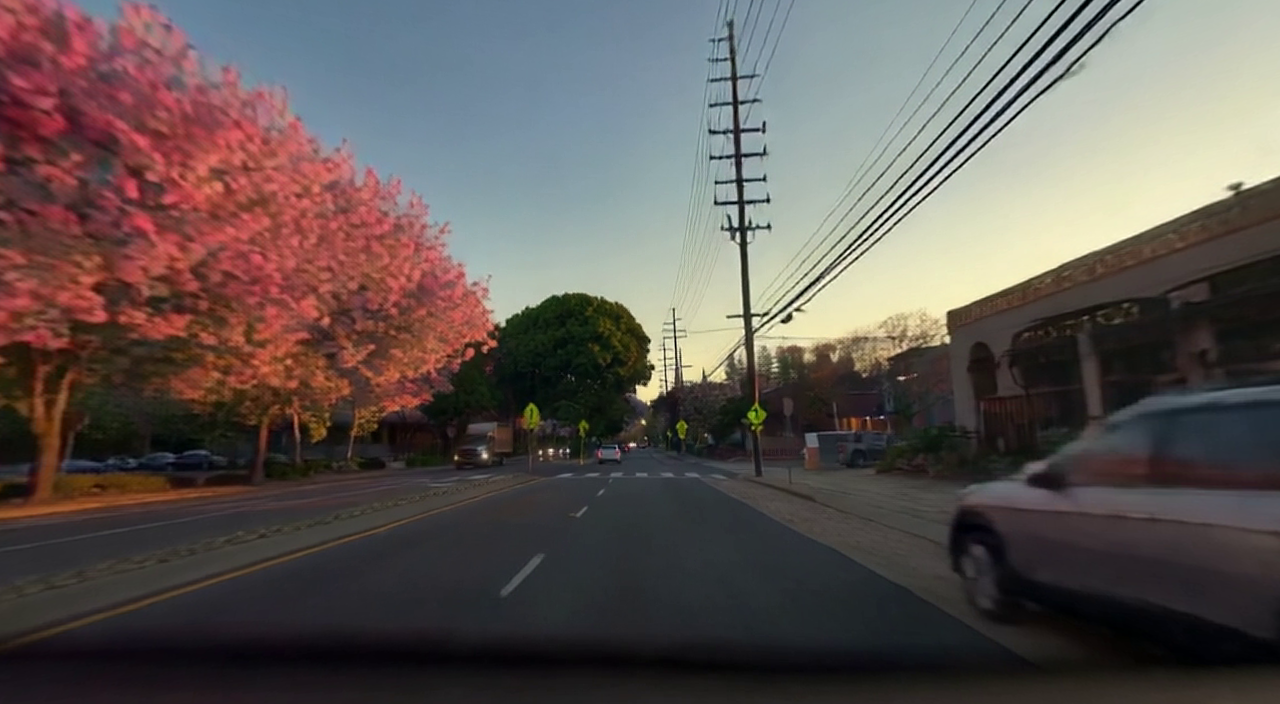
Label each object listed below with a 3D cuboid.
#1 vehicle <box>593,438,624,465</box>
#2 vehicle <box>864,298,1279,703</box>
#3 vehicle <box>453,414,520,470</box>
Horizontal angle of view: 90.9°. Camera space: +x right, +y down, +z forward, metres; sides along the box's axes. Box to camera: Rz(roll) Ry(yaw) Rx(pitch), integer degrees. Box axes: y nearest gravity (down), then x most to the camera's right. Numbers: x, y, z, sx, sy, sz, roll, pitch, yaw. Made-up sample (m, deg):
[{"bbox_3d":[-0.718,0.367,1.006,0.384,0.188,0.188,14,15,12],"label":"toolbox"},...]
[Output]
[{"bbox_3d":[-2.355,7.685,48.810,2.202,1.961,4.980,0,-9,0],"label":"vehicle"},{"bbox_3d":[3.516,0.940,3.567,2.280,1.904,5.779,0,-9,-1],"label":"vehicle"},{"bbox_3d":[-10.750,6.447,45.001,2.836,3.663,7.511,0,-9,1],"label":"vehicle"}]
